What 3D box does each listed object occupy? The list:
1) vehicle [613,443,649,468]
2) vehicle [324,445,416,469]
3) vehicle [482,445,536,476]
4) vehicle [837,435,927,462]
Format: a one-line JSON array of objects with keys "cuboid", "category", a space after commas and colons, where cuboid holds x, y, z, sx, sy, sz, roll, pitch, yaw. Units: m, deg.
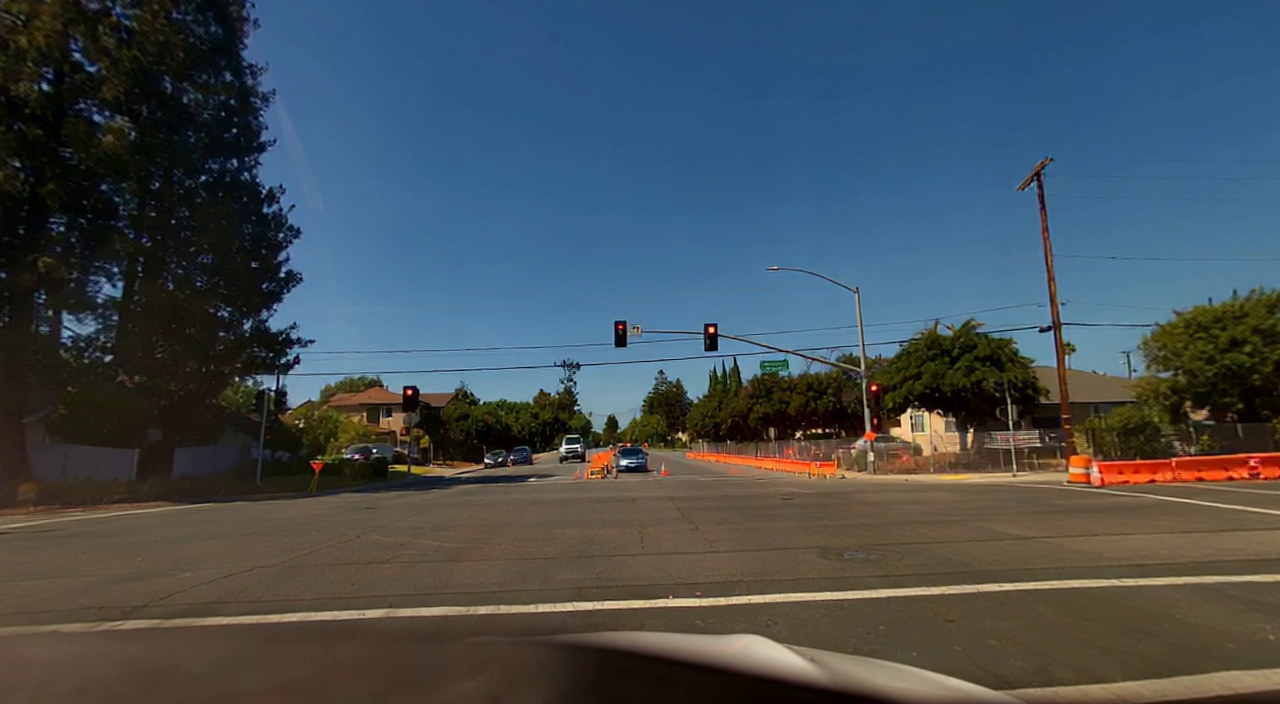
[{"cuboid": [-0.562, 6.508, 39.941, 2.105, 1.457, 4.173, 0, -8, -1], "category": "vehicle"}, {"cuboid": [-16.413, 6.380, 38.602, 4.713, 1.409, 1.918, 0, -8, -2], "category": "vehicle"}, {"cuboid": [-6.617, 5.530, 32.366, 1.881, 1.452, 4.121, 0, -8, 0], "category": "vehicle"}, {"cuboid": [15.374, 6.175, 40.316, 4.892, 1.656, 1.856, 0, -8, 0], "category": "vehicle"}]
